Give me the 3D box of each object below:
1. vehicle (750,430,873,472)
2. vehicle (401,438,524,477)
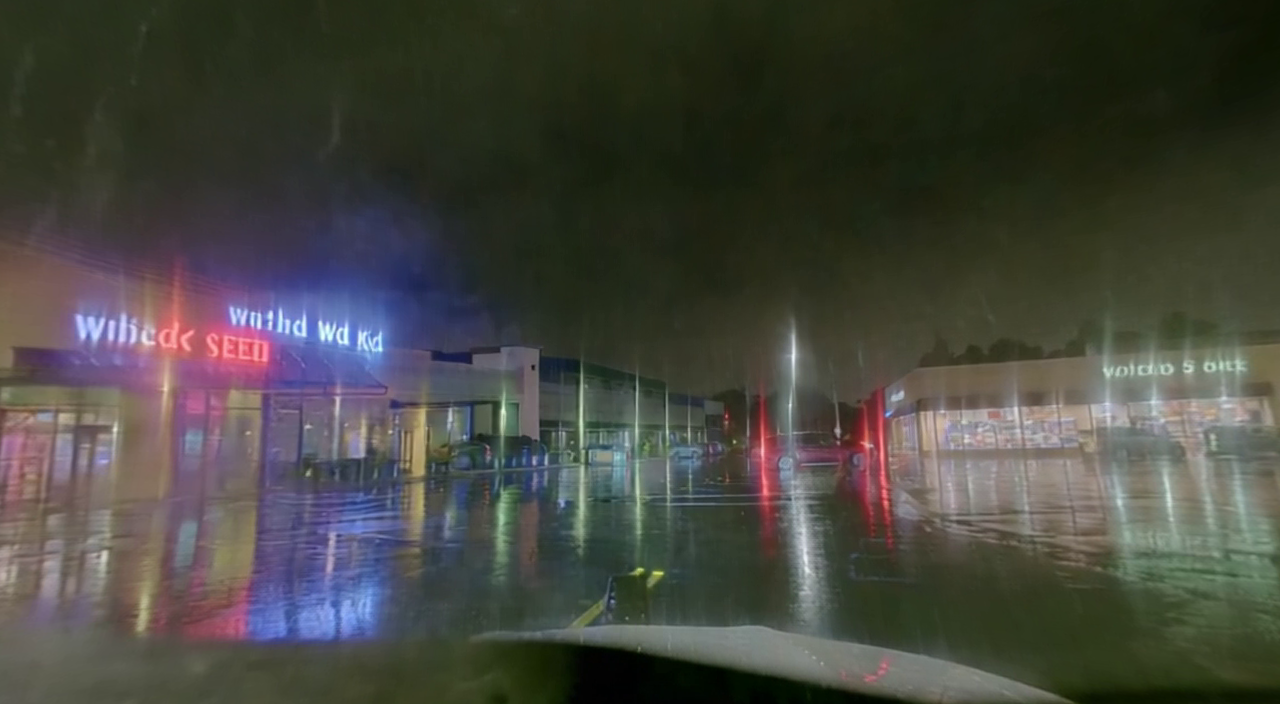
[{"bbox_3d":[7.278,4.194,26.841,4.706,1.663,1.993,-4,-9,25],"label":"vehicle"},{"bbox_3d":[-7.770,4.612,27.767,4.814,1.618,1.869,-2,-9,11],"label":"vehicle"}]
